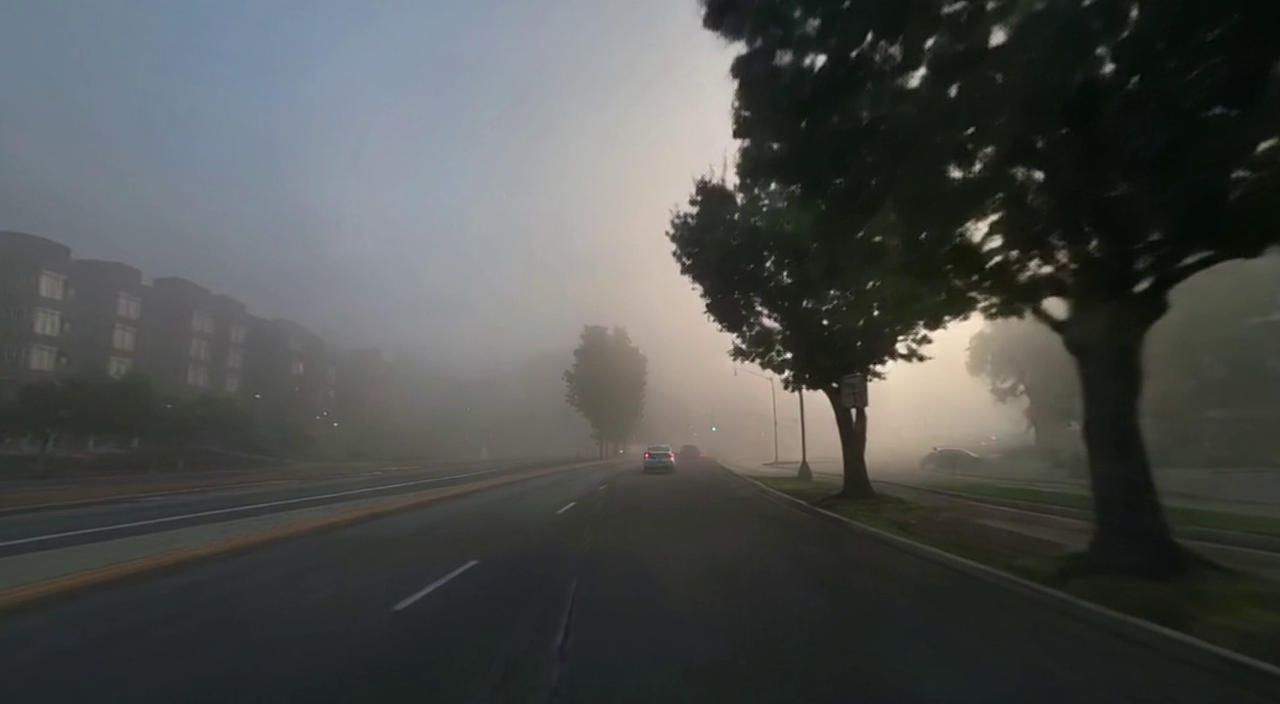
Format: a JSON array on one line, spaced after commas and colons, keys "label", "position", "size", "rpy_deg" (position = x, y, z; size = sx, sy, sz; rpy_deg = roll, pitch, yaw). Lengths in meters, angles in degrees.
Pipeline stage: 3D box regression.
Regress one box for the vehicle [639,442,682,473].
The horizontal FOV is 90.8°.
[{"label": "vehicle", "position": [1.089, 5.572, 33.633], "size": [2.133, 1.481, 4.276], "rpy_deg": [-1, -8, 2]}]
